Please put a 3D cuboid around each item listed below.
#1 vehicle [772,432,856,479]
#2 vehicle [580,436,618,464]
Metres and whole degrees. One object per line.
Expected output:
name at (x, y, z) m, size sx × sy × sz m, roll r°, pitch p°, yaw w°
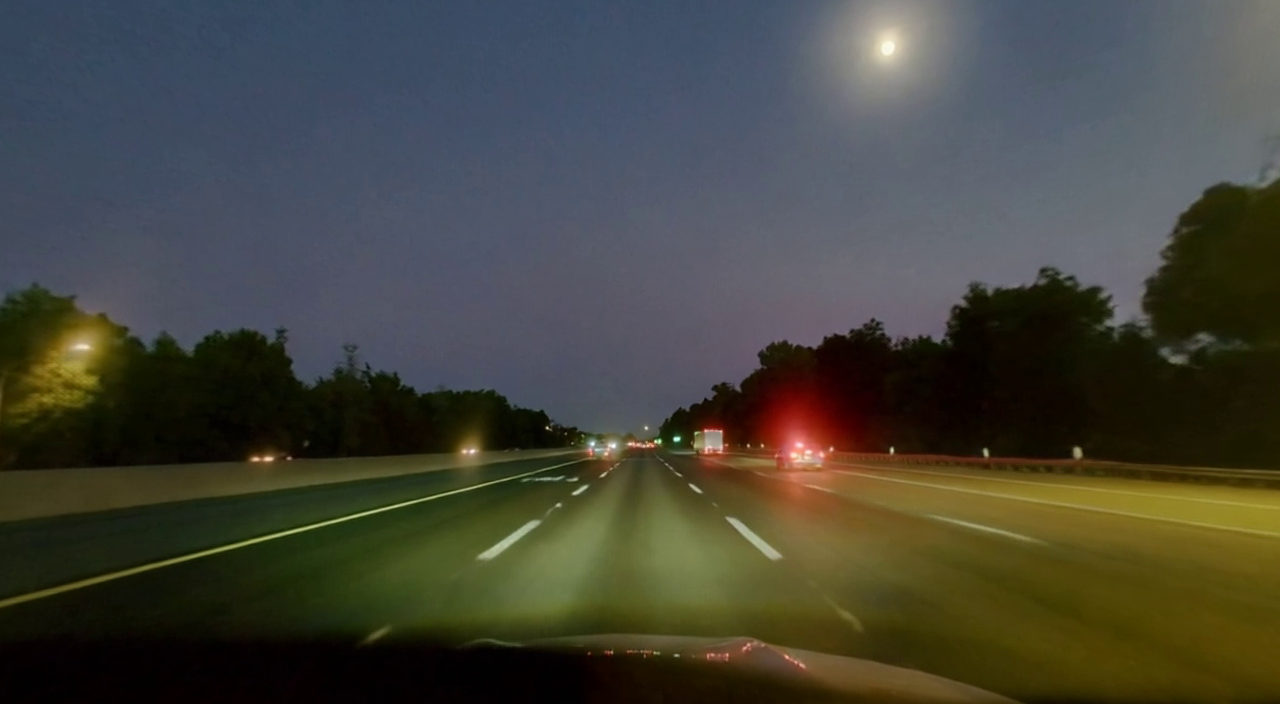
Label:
vehicle at (6.802, 4.090, 25.154) m, size 2.063 × 1.706 × 4.259 m, roll 0°, pitch -8°, yaw -1°
vehicle at (-2.927, 7.196, 46.354) m, size 2.453 × 1.952 × 5.320 m, roll 0°, pitch -8°, yaw 0°
